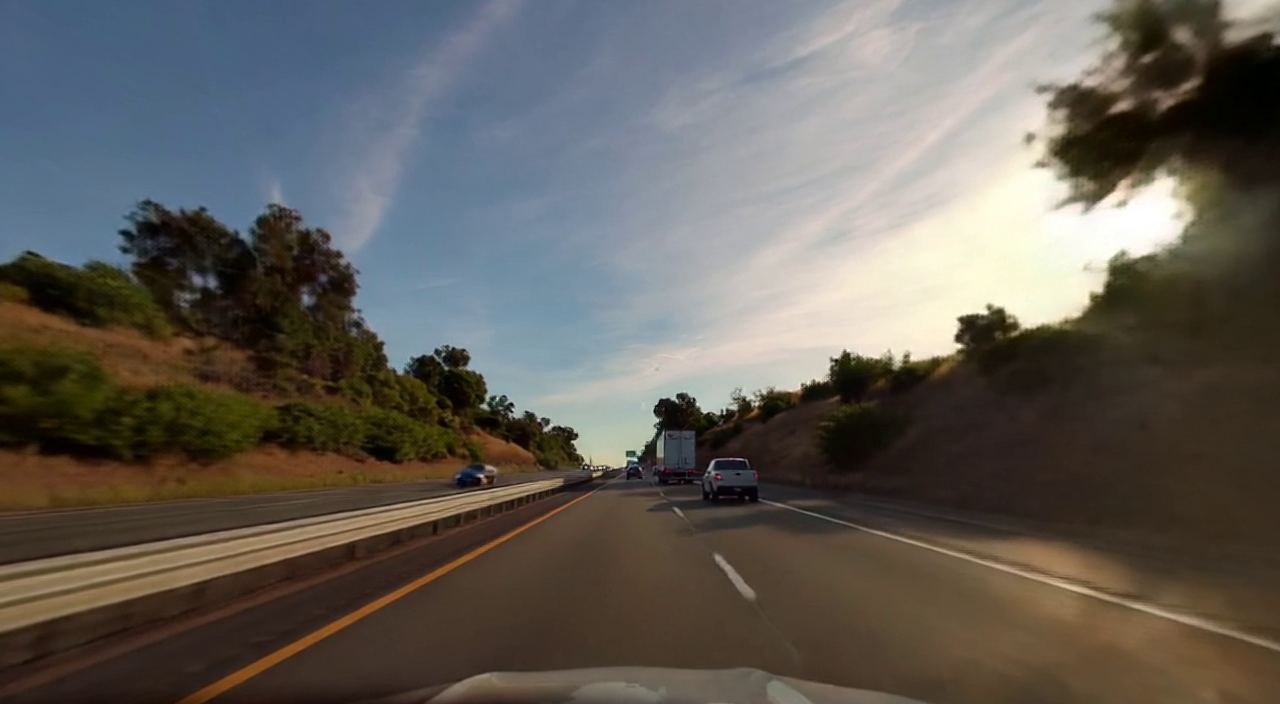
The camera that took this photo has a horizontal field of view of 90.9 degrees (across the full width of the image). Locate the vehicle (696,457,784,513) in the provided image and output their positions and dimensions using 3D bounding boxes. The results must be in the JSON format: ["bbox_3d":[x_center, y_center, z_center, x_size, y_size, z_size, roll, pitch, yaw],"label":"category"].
[{"bbox_3d":[3.248,4.460,21.435,2.124,1.662,4.641,1,-10,-1],"label":"vehicle"}]

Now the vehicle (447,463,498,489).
[{"bbox_3d":[-10.333,7.685,39.088,2.015,1.457,3.979,1,-10,0],"label":"vehicle"}]
